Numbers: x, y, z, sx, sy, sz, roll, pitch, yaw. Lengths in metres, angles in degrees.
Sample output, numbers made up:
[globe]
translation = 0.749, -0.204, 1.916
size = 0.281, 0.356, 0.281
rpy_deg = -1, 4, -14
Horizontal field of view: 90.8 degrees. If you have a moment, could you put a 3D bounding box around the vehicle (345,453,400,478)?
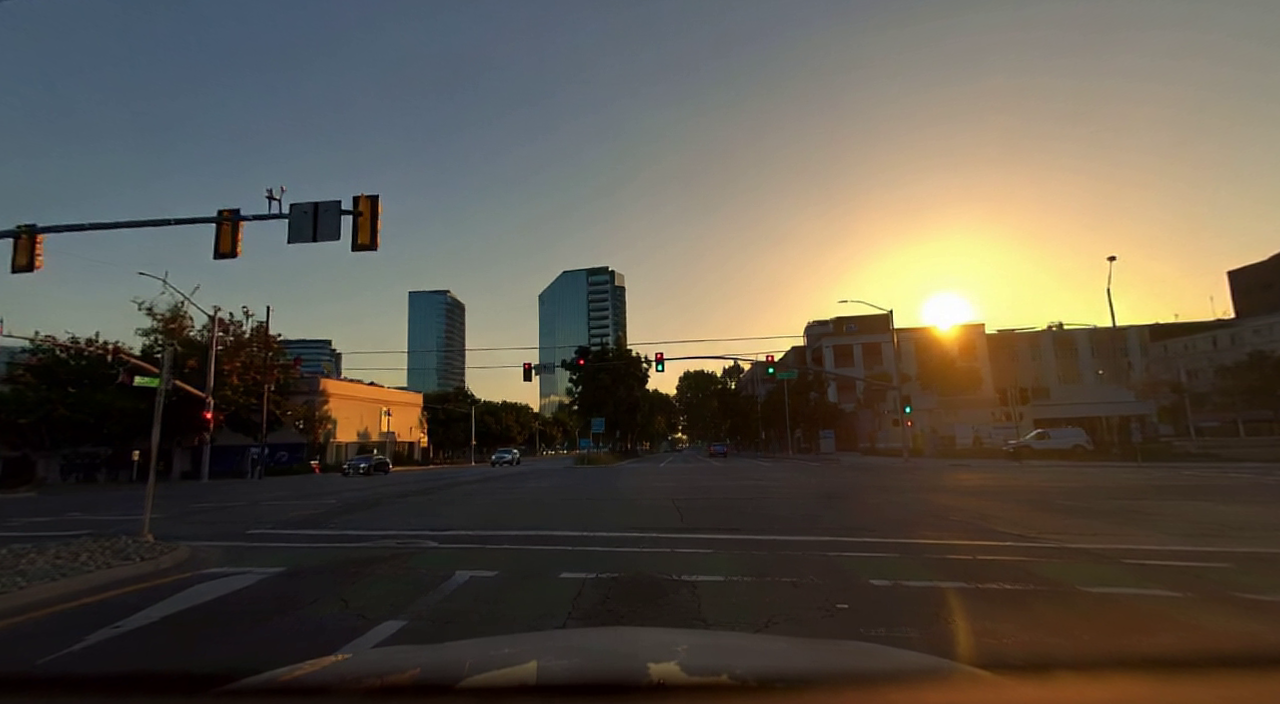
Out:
[vehicle]
translation = -18.827, 8.003, 44.708
size = 1.933, 1.664, 4.255
rpy_deg = 0, -9, 1
